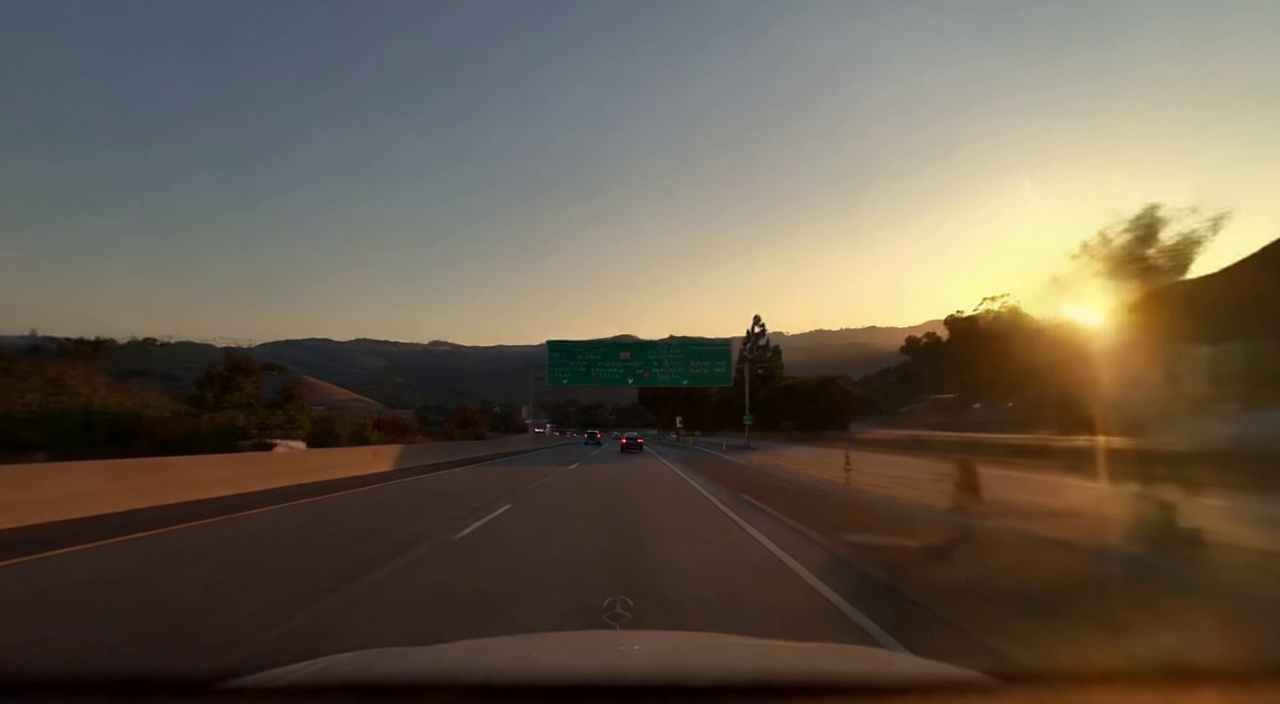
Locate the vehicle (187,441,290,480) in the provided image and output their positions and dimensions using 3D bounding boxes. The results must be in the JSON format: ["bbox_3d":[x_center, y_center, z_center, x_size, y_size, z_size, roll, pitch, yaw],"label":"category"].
[{"bbox_3d":[-16.774,4.519,26.504,1.784,1.486,3.920,0,-8,-1],"label":"vehicle"}]
